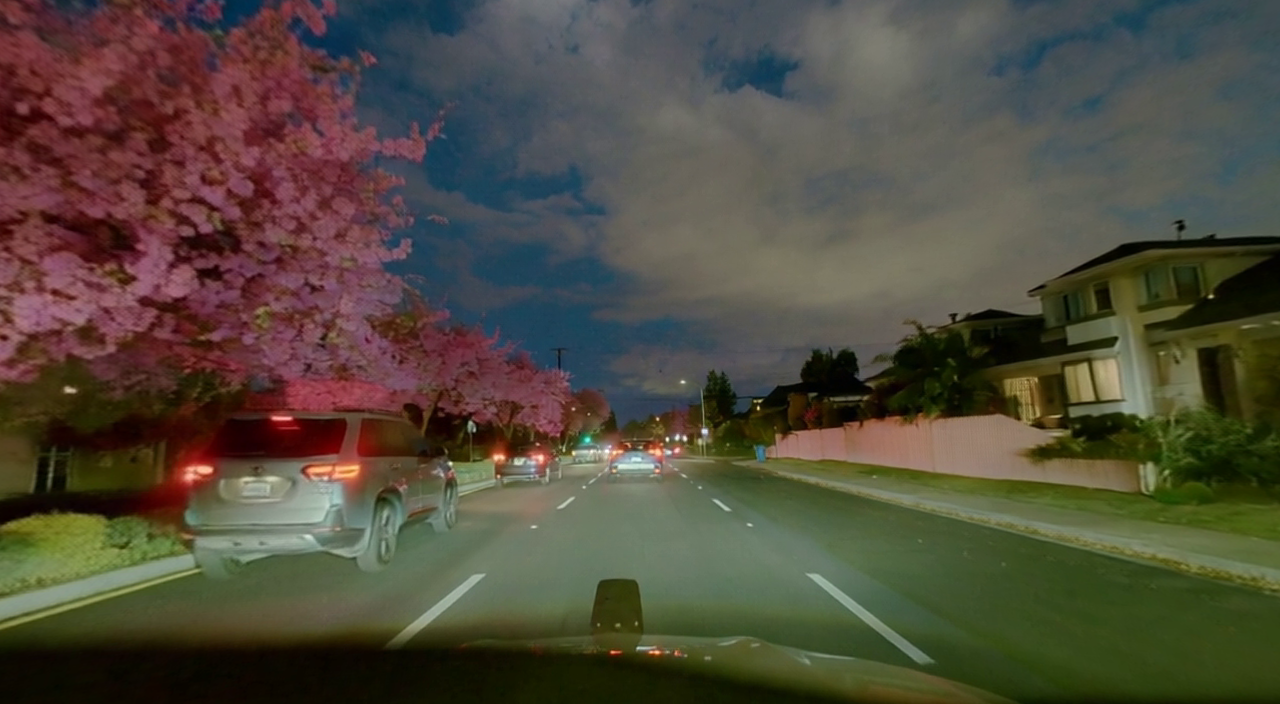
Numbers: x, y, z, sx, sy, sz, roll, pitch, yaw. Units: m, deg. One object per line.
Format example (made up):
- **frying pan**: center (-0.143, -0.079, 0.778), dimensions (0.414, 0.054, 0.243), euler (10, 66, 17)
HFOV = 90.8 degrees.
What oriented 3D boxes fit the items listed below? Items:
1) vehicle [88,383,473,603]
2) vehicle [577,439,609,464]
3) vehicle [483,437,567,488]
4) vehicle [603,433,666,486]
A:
- **vehicle**: center (-3.791, 1.582, 8.027), dimensions (2.161, 1.919, 4.798), euler (0, -8, -2)
- **vehicle**: center (-3.527, 7.569, 48.387), dimensions (2.080, 1.780, 4.879), euler (0, -8, 0)
- **vehicle**: center (-3.798, 3.728, 21.579), dimensions (2.066, 1.565, 3.905), euler (0, -8, 1)
- **vehicle**: center (-0.172, 3.691, 21.958), dimensions (1.997, 1.636, 3.760), euler (0, -8, 0)
